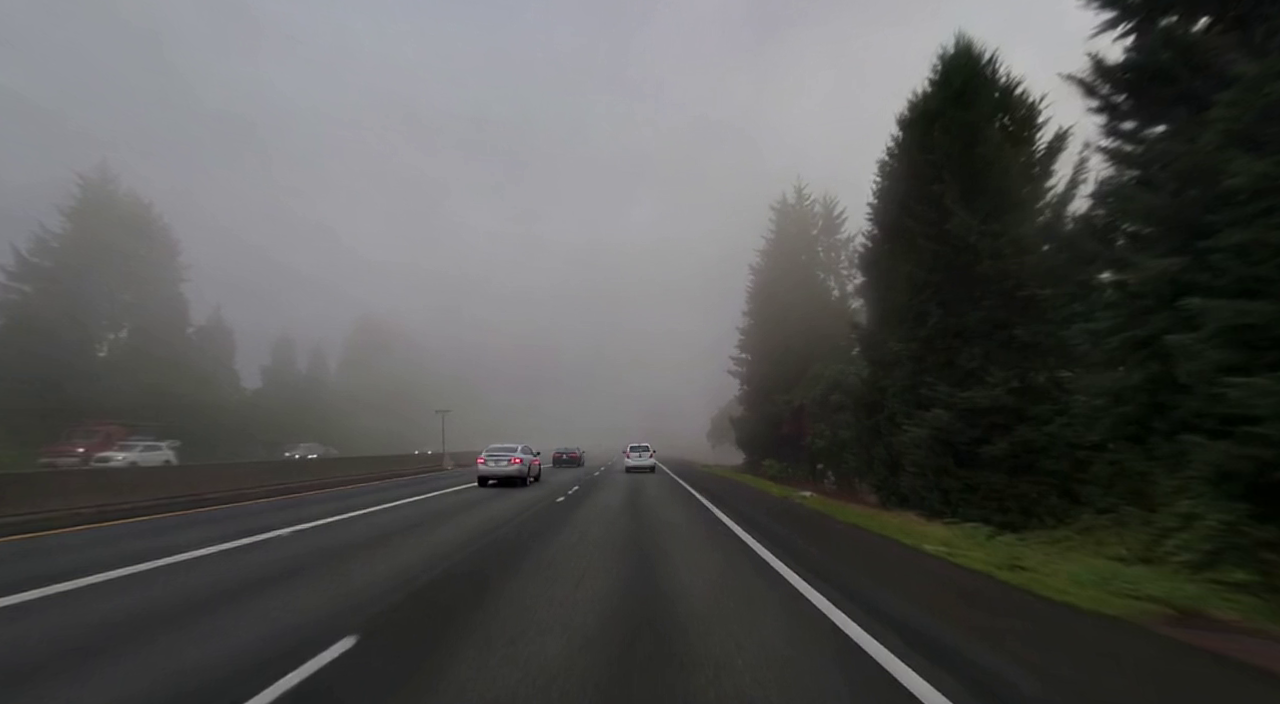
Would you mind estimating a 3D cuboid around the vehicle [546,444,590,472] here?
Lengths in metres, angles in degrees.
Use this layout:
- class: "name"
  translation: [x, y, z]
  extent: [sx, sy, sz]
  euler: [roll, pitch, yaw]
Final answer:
- class: "vehicle"
  translation: [-4.207, 6.231, 37.354]
  extent: [2.084, 1.528, 4.094]
  euler: [0, -8, 0]

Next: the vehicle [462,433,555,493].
- class: "vehicle"
  translation: [-4.109, 3.550, 20.545]
  extent: [2.044, 1.717, 4.421]
  euler: [0, -8, 1]

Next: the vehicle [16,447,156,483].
- class: "vehicle"
  translation: [-25.097, 5.094, 28.899]
  extent: [2.163, 1.480, 4.658]
  euler: [0, -8, 0]

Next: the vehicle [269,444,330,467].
- class: "vehicle"
  translation: [-24.891, 7.589, 46.386]
  extent: [1.921, 1.603, 4.515]
  euler: [0, -8, 0]

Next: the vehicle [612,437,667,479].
- class: "vehicle"
  translation: [-0.063, 4.894, 29.423]
  extent: [2.378, 1.750, 4.355]
  euler: [0, -8, -1]
